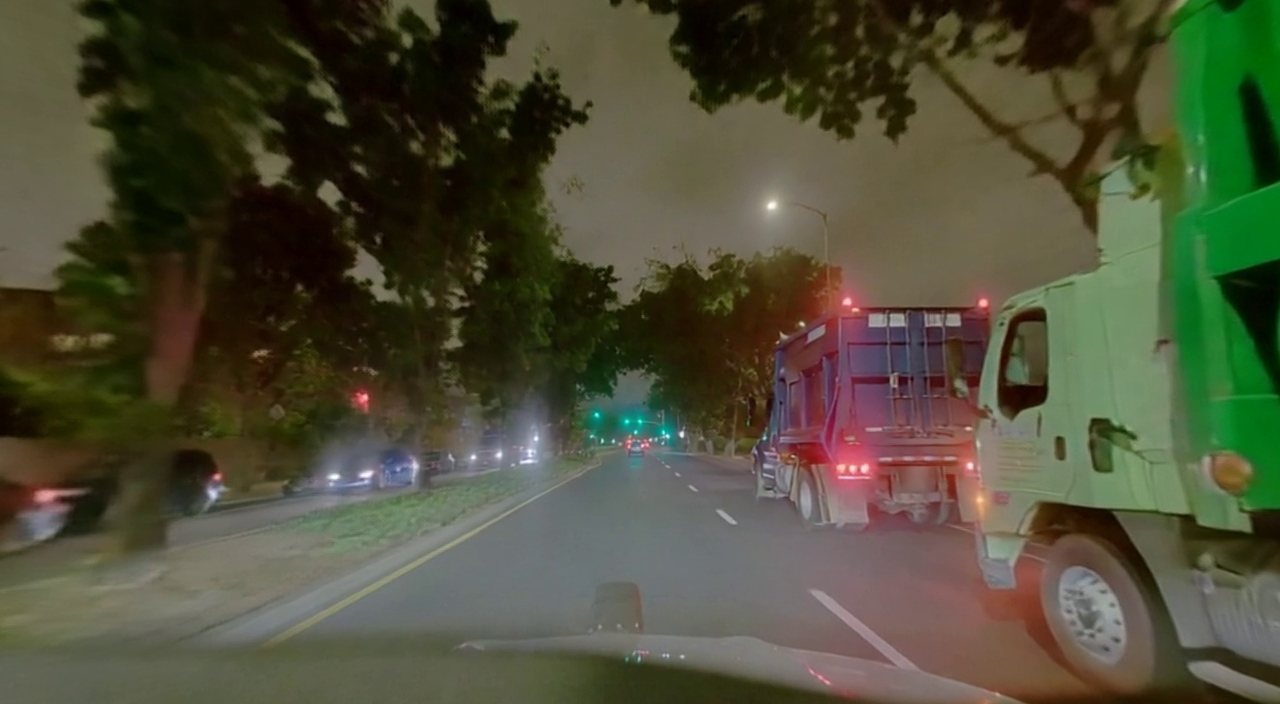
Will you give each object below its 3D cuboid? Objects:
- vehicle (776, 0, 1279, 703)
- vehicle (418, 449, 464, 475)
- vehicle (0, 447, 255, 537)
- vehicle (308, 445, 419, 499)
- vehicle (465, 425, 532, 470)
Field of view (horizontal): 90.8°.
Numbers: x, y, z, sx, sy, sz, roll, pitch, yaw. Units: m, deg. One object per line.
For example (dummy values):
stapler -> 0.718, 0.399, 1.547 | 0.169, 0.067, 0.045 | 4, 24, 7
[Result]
vehicle -> 3.823, 0.371, 5.655 | 2.731, 3.407, 10.262 | 0, -8, -1
vehicle -> -14.301, 7.871, 45.637 | 1.901, 1.737, 4.557 | 0, -8, -1
vehicle -> -13.710, 3.637, 17.458 | 2.294, 1.960, 6.258 | 0, -8, -1
vehicle -> -10.114, 4.379, 23.569 | 2.089, 1.754, 4.573 | 0, -8, -1
vehicle -> -10.516, 7.260, 48.044 | 3.257, 3.085, 9.164 | 0, -8, -2
